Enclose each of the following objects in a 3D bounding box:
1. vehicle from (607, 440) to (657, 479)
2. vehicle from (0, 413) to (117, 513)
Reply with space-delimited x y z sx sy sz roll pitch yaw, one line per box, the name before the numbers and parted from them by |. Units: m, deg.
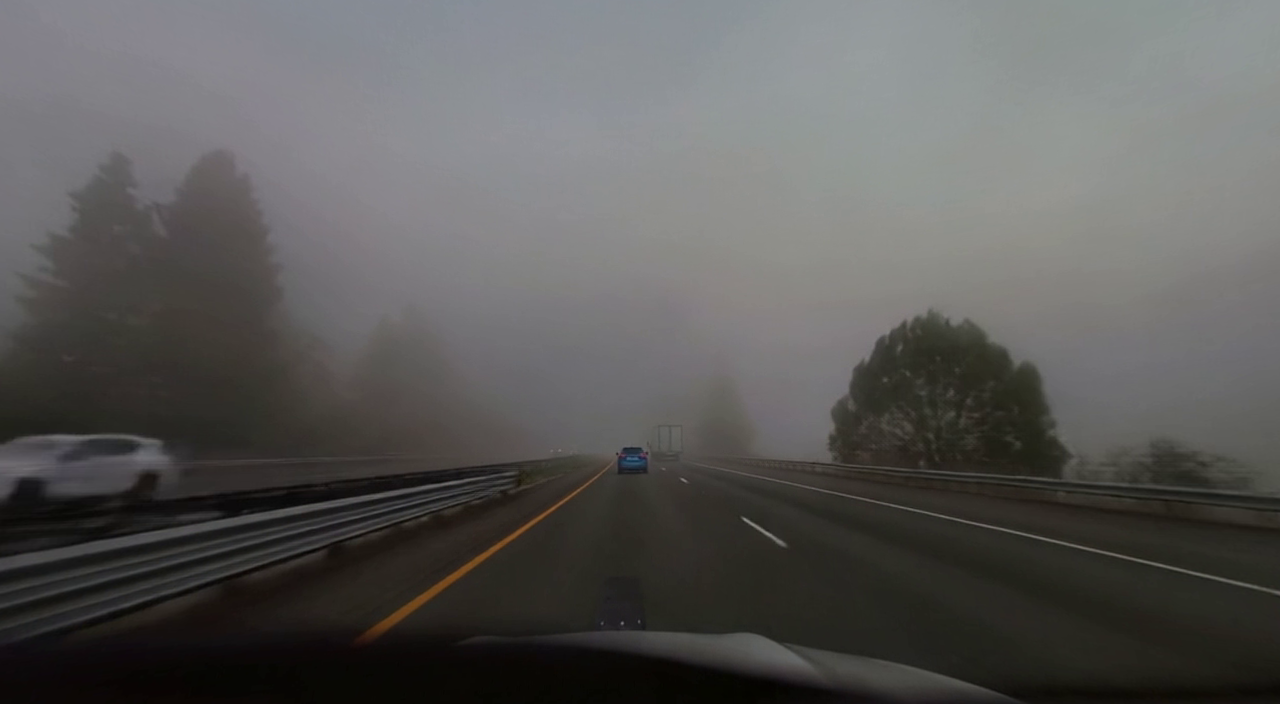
vehicle | -0.371 5.083 30.014 2.190 1.706 4.062 0 -9 0
vehicle | -12.141 1.943 10.975 1.994 1.729 4.652 0 -9 0
